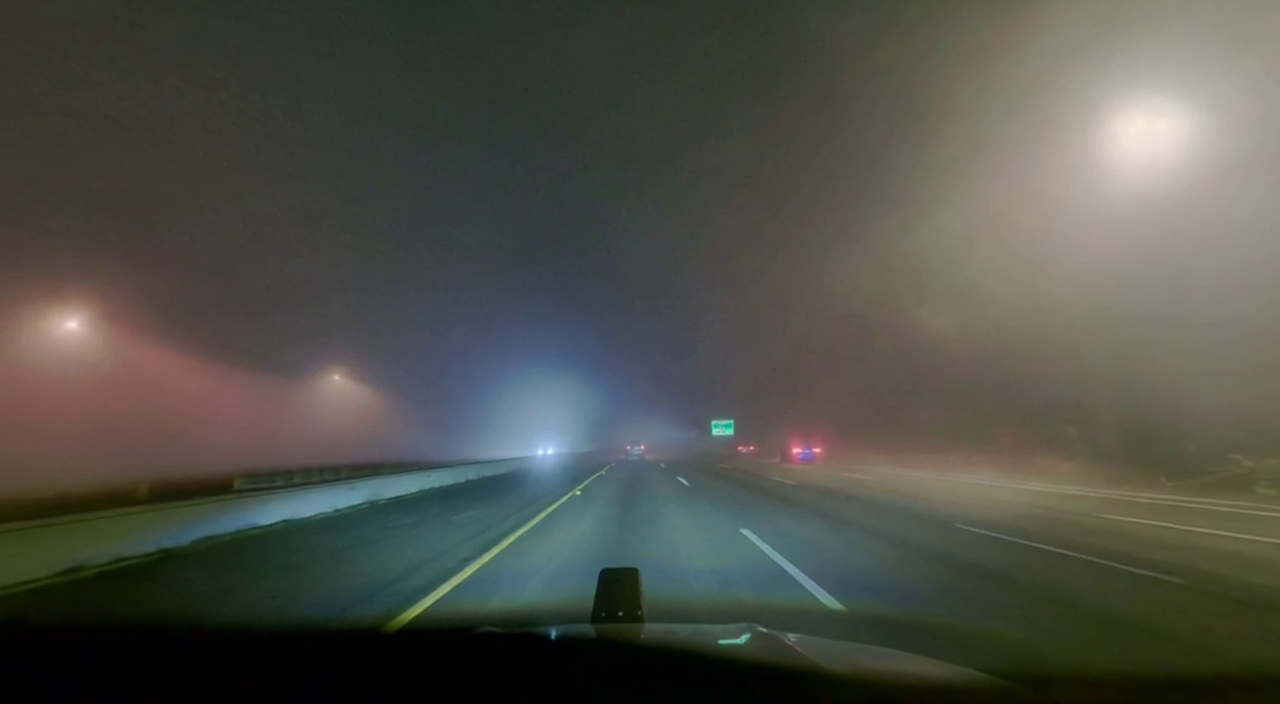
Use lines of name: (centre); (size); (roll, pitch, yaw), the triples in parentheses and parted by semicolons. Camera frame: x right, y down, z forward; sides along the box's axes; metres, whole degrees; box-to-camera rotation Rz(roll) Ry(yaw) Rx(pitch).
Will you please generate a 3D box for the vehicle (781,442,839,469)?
vehicle: (10.541, 6.450, 39.579); (2.024, 1.481, 4.747); (1, -8, -4)
